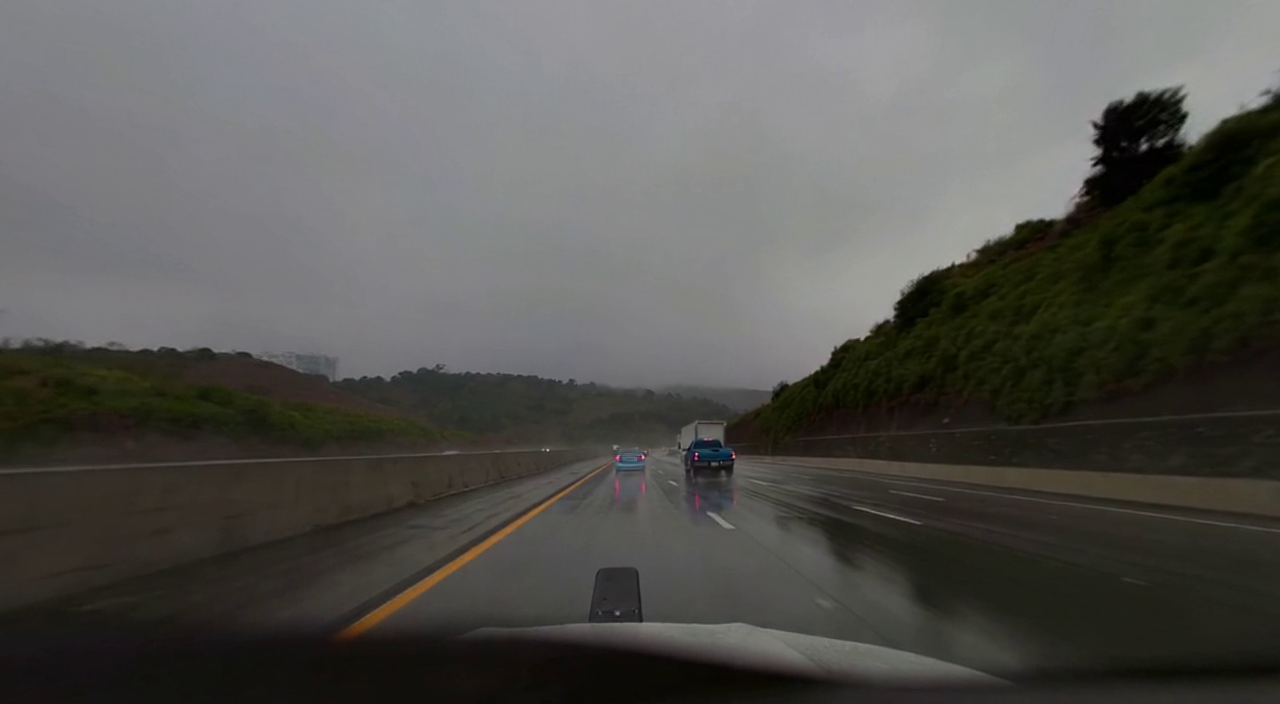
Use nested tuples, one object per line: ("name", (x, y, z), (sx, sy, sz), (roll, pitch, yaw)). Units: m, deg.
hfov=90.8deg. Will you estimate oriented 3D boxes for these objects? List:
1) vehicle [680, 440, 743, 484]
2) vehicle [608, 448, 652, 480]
("vehicle", (3.096, 4.887, 28.369), (2.098, 1.794, 4.561), (0, -9, -2))
("vehicle", (-0.499, 5.512, 31.405), (2.083, 1.477, 3.965), (0, -9, -1))
